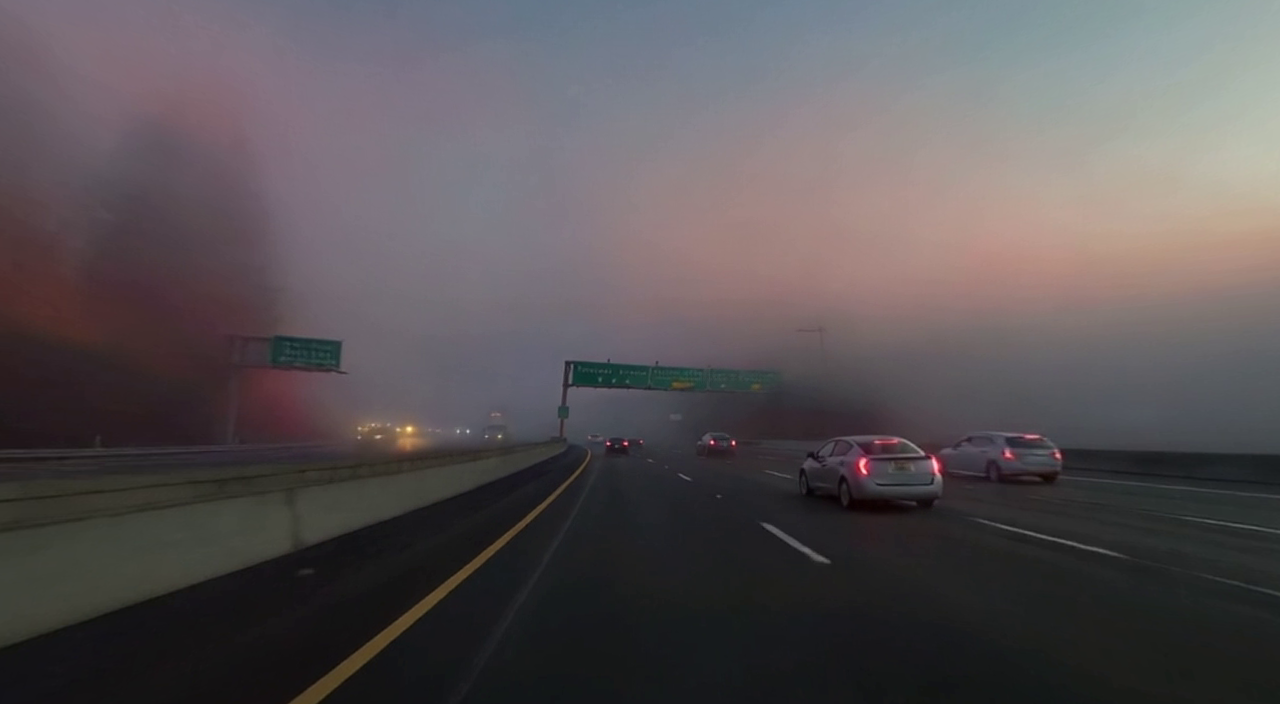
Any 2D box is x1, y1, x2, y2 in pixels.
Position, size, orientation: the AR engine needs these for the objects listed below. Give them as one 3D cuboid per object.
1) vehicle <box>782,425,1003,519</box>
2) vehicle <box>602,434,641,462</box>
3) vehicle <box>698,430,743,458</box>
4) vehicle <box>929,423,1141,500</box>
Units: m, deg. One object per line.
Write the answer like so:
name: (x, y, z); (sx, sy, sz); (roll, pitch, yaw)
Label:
vehicle: (4.611, 2.283, 12.561); (2.196, 1.494, 4.735); (1, -8, -4)
vehicle: (-1.137, 5.636, 37.254); (2.090, 1.510, 4.280); (1, -8, -4)
vehicle: (5.097, 5.926, 40.653); (2.094, 1.652, 3.955); (1, -8, -5)
vehicle: (9.488, 2.679, 15.807); (2.056, 1.609, 4.761); (1, -8, -3)
